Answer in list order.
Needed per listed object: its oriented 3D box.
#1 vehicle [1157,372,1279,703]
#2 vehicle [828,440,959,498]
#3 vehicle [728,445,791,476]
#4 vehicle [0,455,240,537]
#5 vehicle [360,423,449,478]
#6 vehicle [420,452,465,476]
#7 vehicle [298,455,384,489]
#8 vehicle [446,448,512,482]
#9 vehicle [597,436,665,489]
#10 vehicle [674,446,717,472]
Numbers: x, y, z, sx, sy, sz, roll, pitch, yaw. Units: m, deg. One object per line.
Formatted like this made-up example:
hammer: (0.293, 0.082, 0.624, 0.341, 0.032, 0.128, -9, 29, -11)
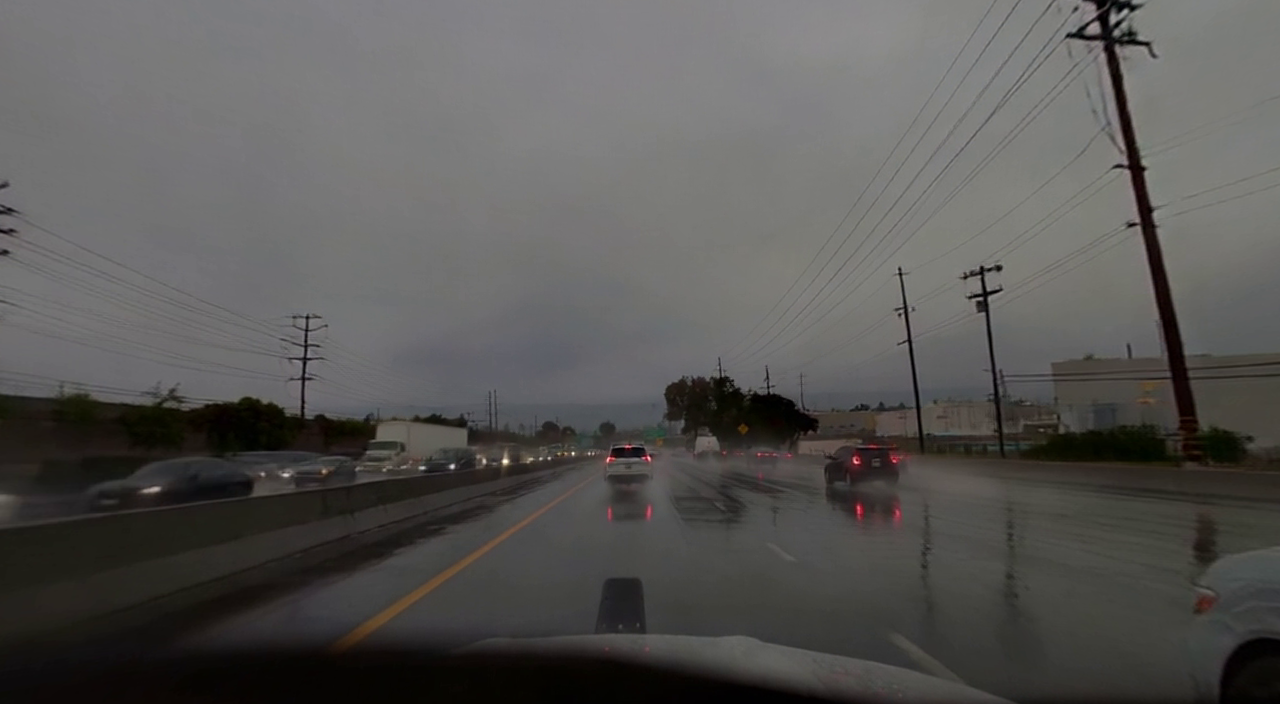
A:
vehicle: (3.314, 0.635, 0.852, 1.967, 1.547, 3.777, 0, -9, 0)
vehicle: (7.188, 3.333, 18.467, 1.958, 1.473, 4.201, 0, -9, -2)
vehicle: (6.010, 5.489, 32.285, 1.934, 1.461, 4.368, 1, -9, -6)
vehicle: (-11.439, 3.088, 14.216, 1.876, 1.462, 4.584, 0, -9, 0)
vehicle: (-18.292, 7.753, 49.937, 3.068, 3.921, 9.552, 0, -9, 1)
vehicle: (-14.740, 8.382, 47.425, 1.952, 1.650, 4.414, 0, -9, 0)
vehicle: (-14.830, 5.962, 31.654, 1.924, 1.472, 4.767, 0, -9, 1)
vehicle: (-8.241, 5.808, 32.841, 2.069, 1.613, 4.660, 0, -9, 2)
vehicle: (-0.337, 4.120, 23.915, 2.298, 1.809, 4.359, 0, -8, -1)
vehicle: (3.288, 6.449, 38.424, 2.115, 1.481, 3.968, 0, -9, -2)
